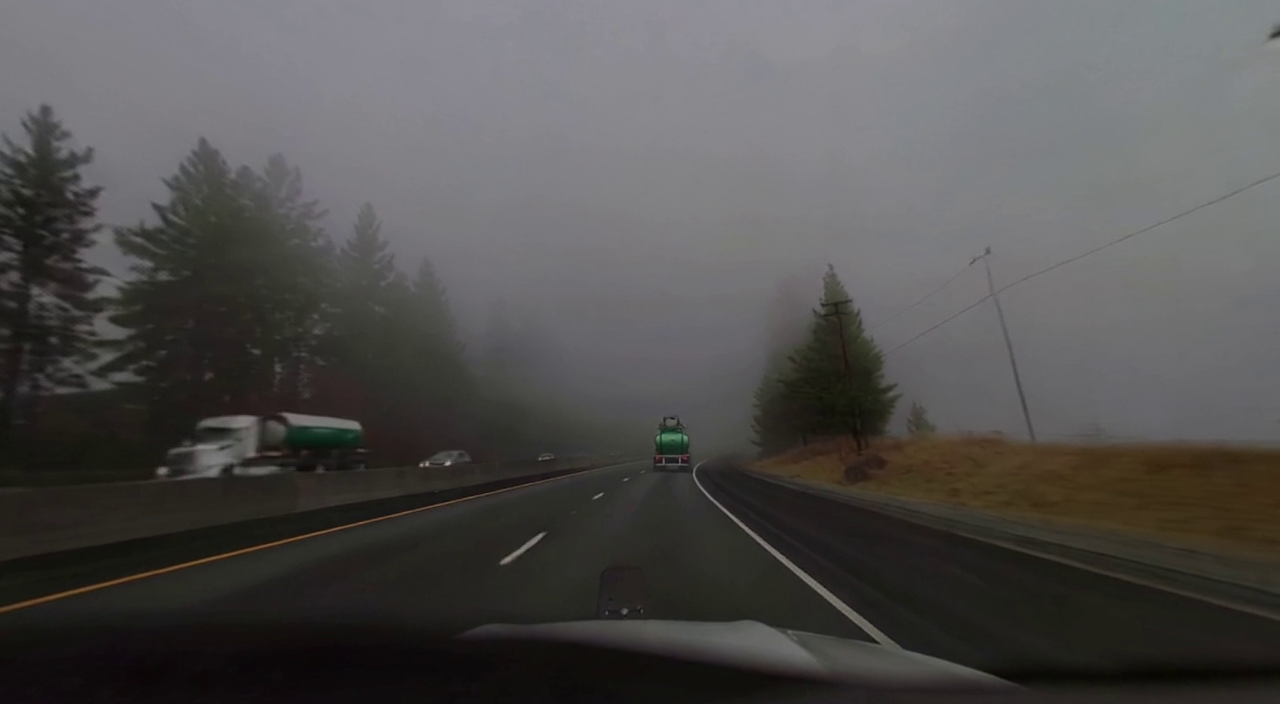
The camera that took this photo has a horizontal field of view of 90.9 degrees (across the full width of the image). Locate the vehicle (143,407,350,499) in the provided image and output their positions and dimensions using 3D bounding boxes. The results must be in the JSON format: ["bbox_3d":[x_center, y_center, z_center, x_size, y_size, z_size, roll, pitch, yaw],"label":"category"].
[{"bbox_3d":[-16.562,4.368,27.728,2.948,3.367,8.832,-1,-8,4],"label":"vehicle"}]

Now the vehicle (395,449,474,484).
[{"bbox_3d":[-11.833,6.595,36.832,2.329,1.801,5.827,-1,-8,3],"label":"vehicle"}]
